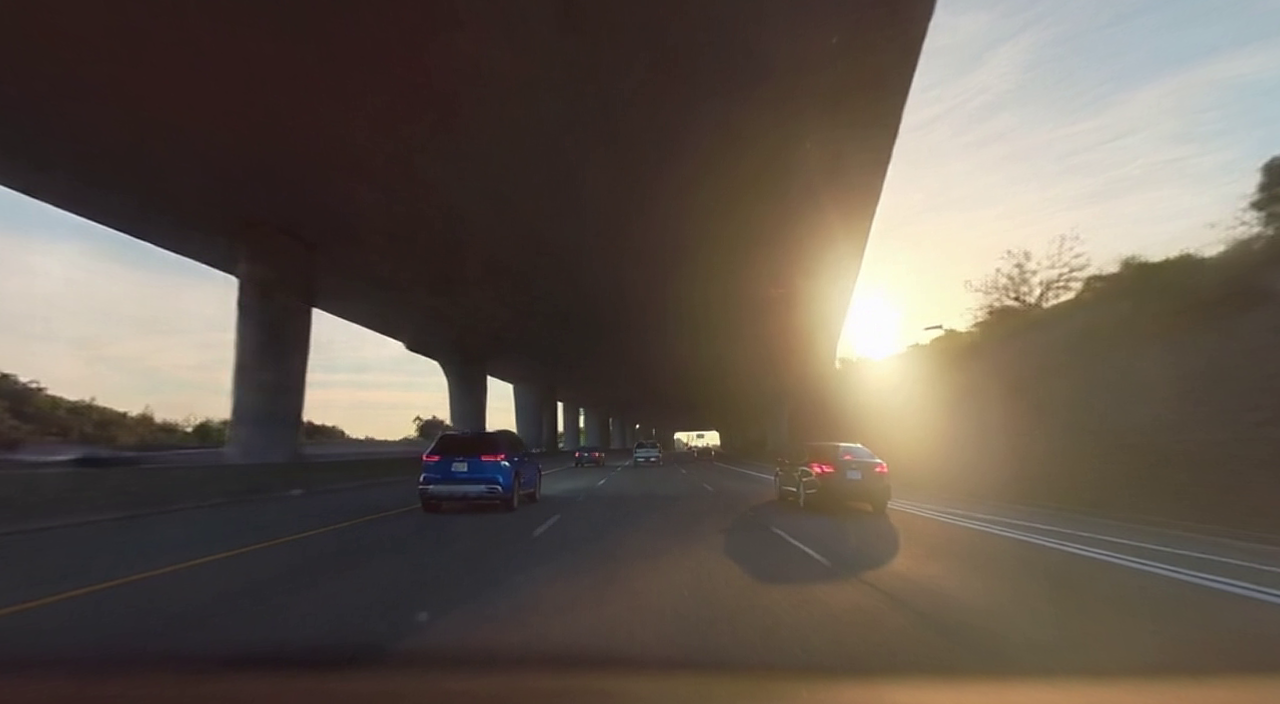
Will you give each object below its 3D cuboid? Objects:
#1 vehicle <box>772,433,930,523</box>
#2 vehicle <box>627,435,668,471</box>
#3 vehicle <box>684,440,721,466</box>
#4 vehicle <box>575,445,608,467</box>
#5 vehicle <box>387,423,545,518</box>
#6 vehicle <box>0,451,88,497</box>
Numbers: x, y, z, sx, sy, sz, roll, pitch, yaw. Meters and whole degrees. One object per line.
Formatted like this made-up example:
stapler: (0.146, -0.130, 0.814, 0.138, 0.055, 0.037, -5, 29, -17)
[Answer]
vehicle: (4.097, 2.504, 12.984, 1.959, 1.554, 3.795, 0, -9, 1)
vehicle: (0.410, 5.755, 35.947, 2.155, 1.909, 4.529, 0, -9, 0)
vehicle: (4.606, 7.502, 46.905, 2.231, 1.807, 4.588, 0, -9, 0)
vehicle: (-3.462, 7.497, 45.632, 1.994, 1.475, 4.171, 0, -9, 1)
vehicle: (-3.582, 2.550, 14.014, 2.089, 1.751, 4.515, 0, -9, 2)
vehicle: (-23.401, 4.439, 23.057, 1.918, 1.555, 4.687, 0, -9, 3)
